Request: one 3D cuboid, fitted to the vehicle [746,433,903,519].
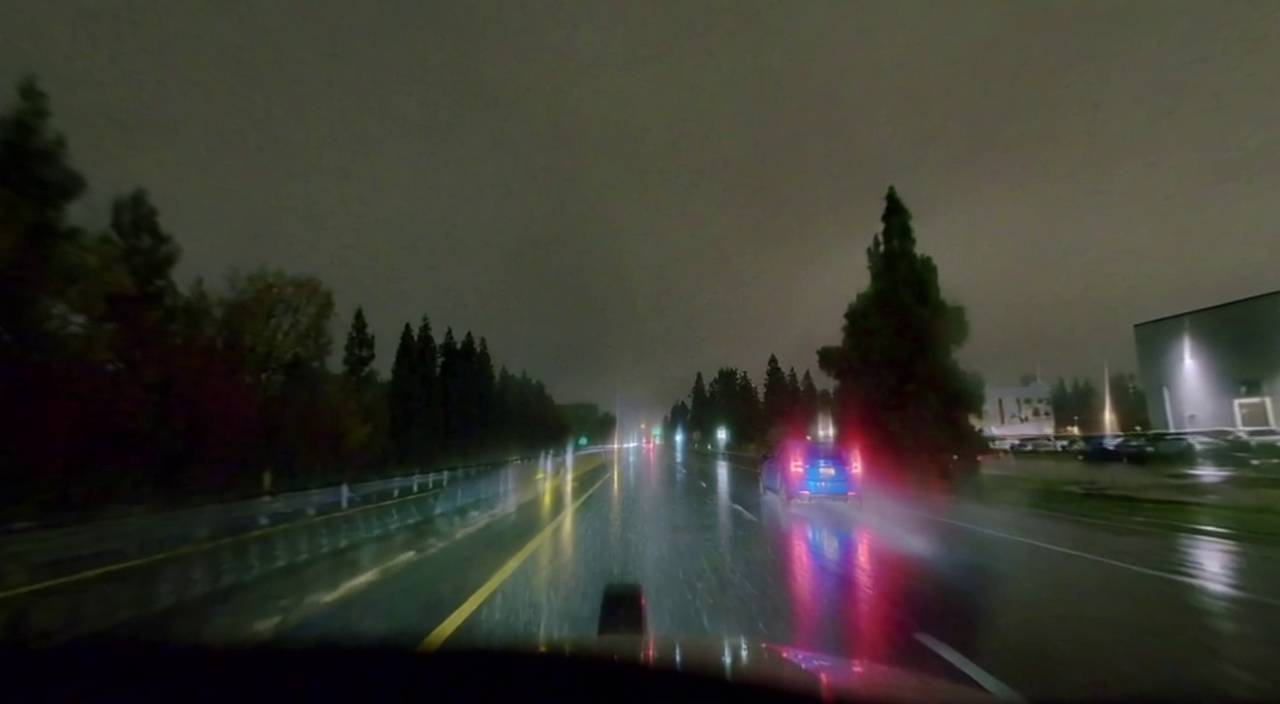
[{"bbox_3d":[3.685,2.541,13.416,2.079,1.531,3.997,0,-8,0],"label":"vehicle"}]
